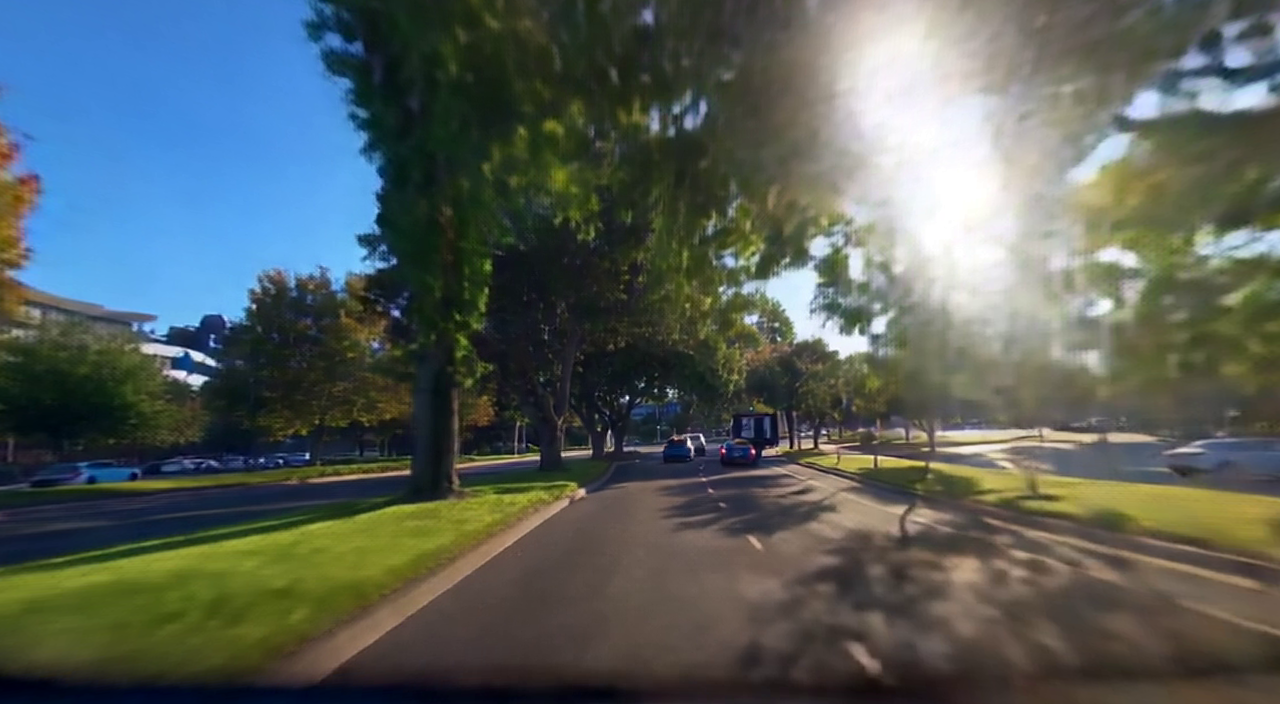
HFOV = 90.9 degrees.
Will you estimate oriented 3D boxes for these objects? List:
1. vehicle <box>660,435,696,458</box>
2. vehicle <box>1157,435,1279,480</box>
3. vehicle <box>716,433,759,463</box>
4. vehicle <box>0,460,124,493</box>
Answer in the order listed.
[{"bbox_3d":[2.639,6.431,43.043,2.066,1.482,4.273,-1,-8,8],"label":"vehicle"},{"bbox_3d":[20.500,3.516,21.093,4.627,1.418,1.800,-1,-8,6],"label":"vehicle"},{"bbox_3d":[5.271,5.251,34.625,1.989,1.497,4.436,-1,-8,5],"label":"vehicle"},{"bbox_3d":[-27.812,5.979,30.367,4.275,1.430,1.878,-1,-8,3],"label":"vehicle"}]
